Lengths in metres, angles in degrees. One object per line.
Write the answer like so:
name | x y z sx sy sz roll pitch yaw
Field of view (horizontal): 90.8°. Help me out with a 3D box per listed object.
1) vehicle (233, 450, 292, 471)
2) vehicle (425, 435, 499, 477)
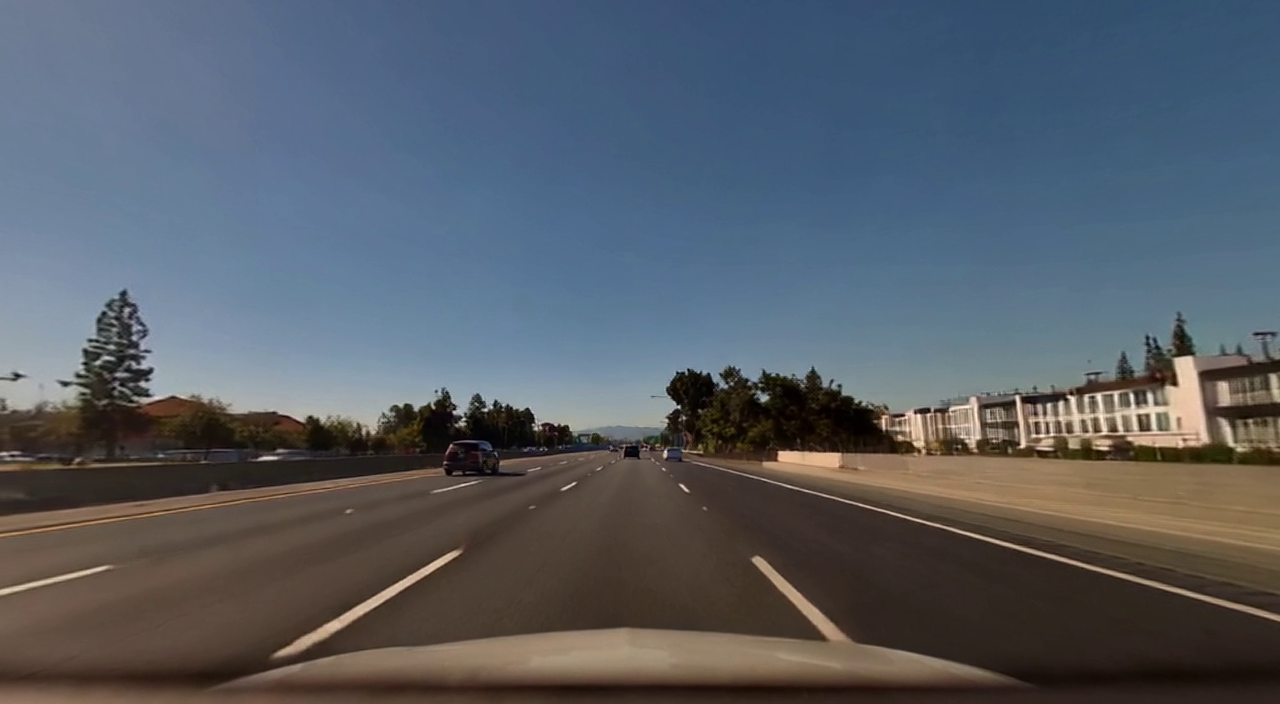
vehicle | -28.827 8.291 48.370 1.793 1.465 4.385 0 -9 0
vehicle | -8.013 4.716 28.853 2.089 1.724 4.327 0 -9 0
